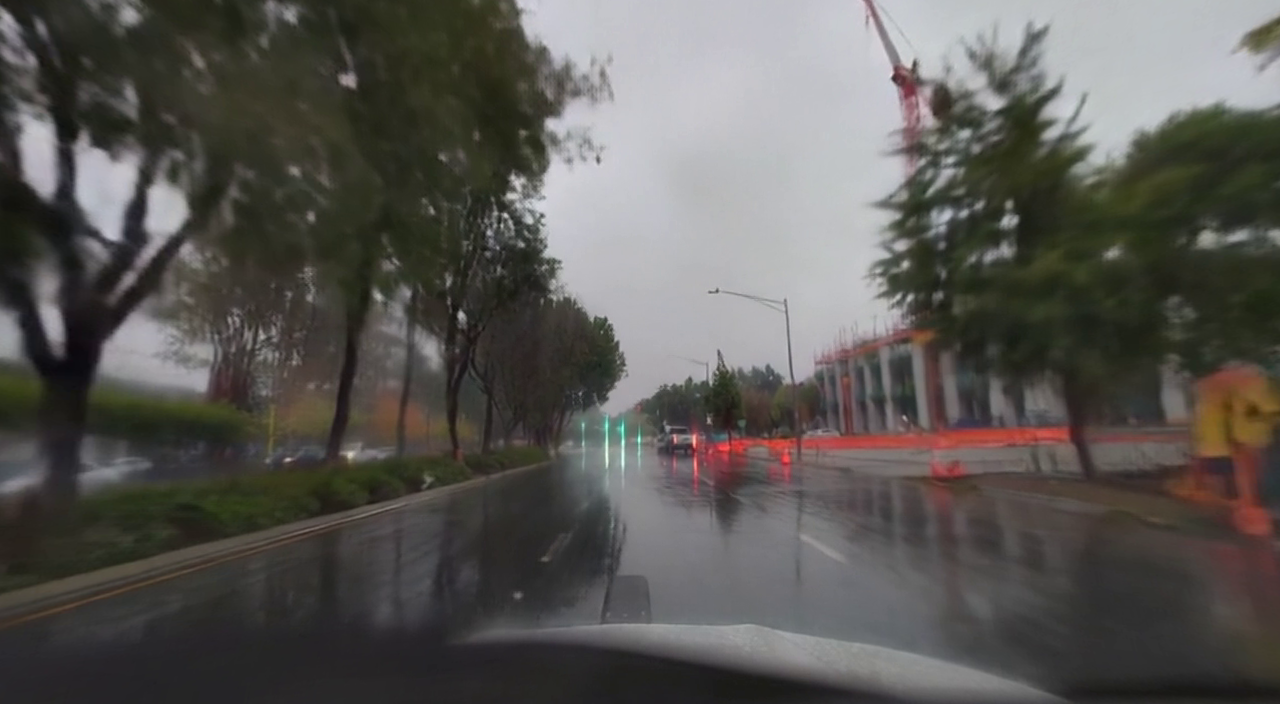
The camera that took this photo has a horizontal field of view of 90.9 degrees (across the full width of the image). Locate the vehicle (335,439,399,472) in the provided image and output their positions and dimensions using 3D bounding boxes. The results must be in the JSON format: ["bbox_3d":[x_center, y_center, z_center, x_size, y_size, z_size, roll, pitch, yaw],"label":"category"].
[{"bbox_3d":[-18.268,6.939,42.525,2.286,2.069,5.077,0,-8,-3],"label":"vehicle"}]

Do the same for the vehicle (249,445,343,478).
[{"bbox_3d":[-21.995,6.993,40.637,2.328,1.918,5.628,-1,-8,7],"label":"vehicle"}]

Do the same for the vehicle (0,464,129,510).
[{"bbox_3d":[-22.133,5.012,23.781,1.863,1.470,4.526,0,-9,0],"label":"vehicle"}]
